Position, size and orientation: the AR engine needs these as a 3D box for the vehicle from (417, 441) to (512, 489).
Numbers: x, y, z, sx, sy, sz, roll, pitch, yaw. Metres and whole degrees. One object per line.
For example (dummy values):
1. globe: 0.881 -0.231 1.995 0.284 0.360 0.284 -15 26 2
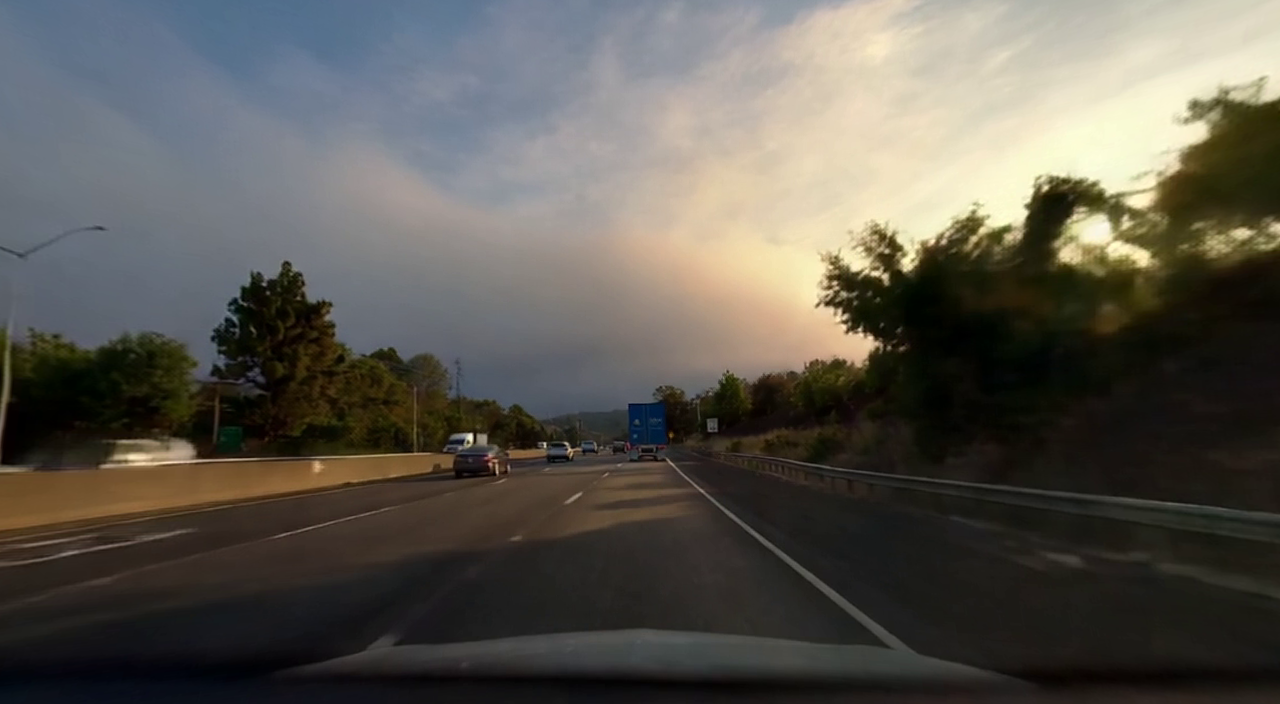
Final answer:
1. vehicle: -6.133 3.987 22.662 2.017 1.517 4.766 0 -9 0

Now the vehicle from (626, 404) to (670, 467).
1. vehicle: 0.653 6.695 49.502 2.918 4.124 14.567 0 -9 1
